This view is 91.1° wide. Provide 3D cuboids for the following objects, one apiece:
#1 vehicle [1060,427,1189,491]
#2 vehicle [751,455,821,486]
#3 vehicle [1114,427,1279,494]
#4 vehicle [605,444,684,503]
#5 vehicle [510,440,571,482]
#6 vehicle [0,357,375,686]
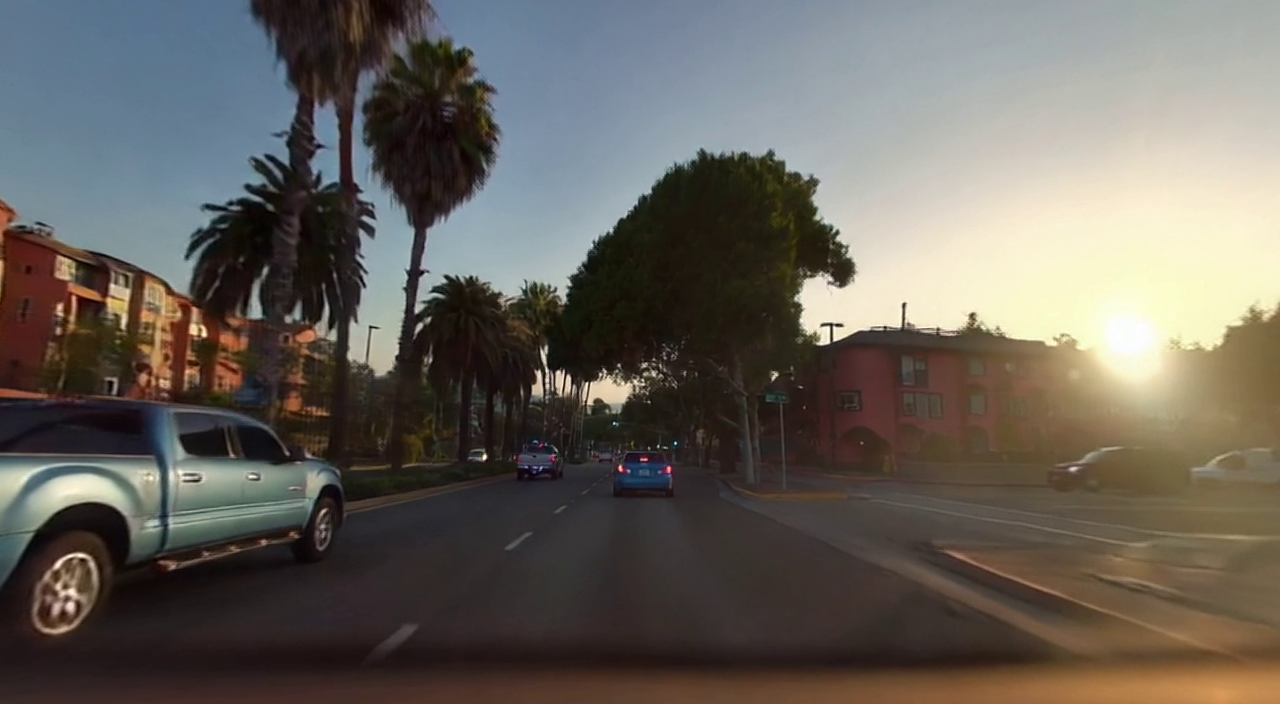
[{"bbox_3d":[32.995,7.324,42.987,5.858,4.169,3.001,-1,-10,2],"label":"vehicle"},{"bbox_3d":[6.721,5.357,28.718,2.949,1.209,3.070,-1,-9,15],"label":"vehicle"},{"bbox_3d":[38.889,7.427,42.944,10.136,4.260,3.014,0,-9,2],"label":"vehicle"},{"bbox_3d":[0.074,3.586,18.962,2.122,1.562,4.152,0,-9,-1],"label":"vehicle"},{"bbox_3d":[-5.193,5.800,33.836,2.447,2.062,5.911,0,-9,-1],"label":"vehicle"},{"bbox_3d":[-4.862,1.313,5.786,2.187,1.904,6.103,0,-9,0],"label":"vehicle"}]
